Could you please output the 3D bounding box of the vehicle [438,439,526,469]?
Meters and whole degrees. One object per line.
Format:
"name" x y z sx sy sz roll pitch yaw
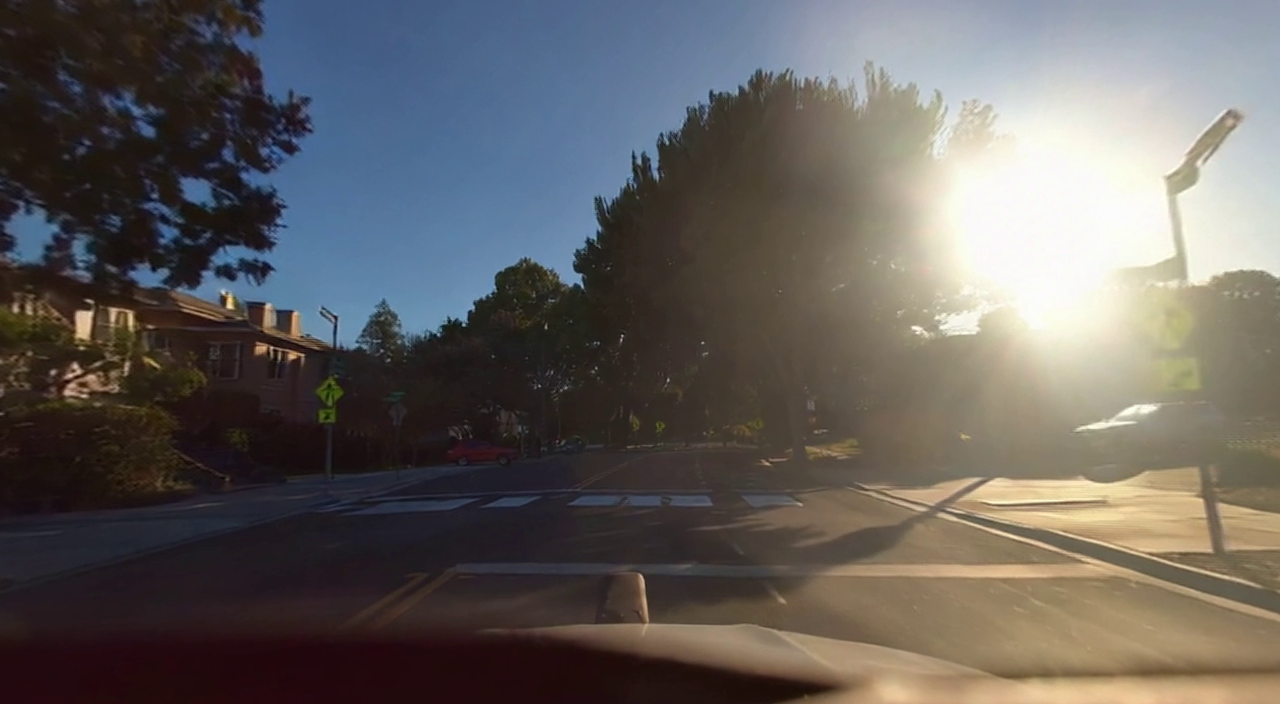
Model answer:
"vehicle" -8.792 5.671 35.236 4.377 1.596 1.836 -2 -9 14
